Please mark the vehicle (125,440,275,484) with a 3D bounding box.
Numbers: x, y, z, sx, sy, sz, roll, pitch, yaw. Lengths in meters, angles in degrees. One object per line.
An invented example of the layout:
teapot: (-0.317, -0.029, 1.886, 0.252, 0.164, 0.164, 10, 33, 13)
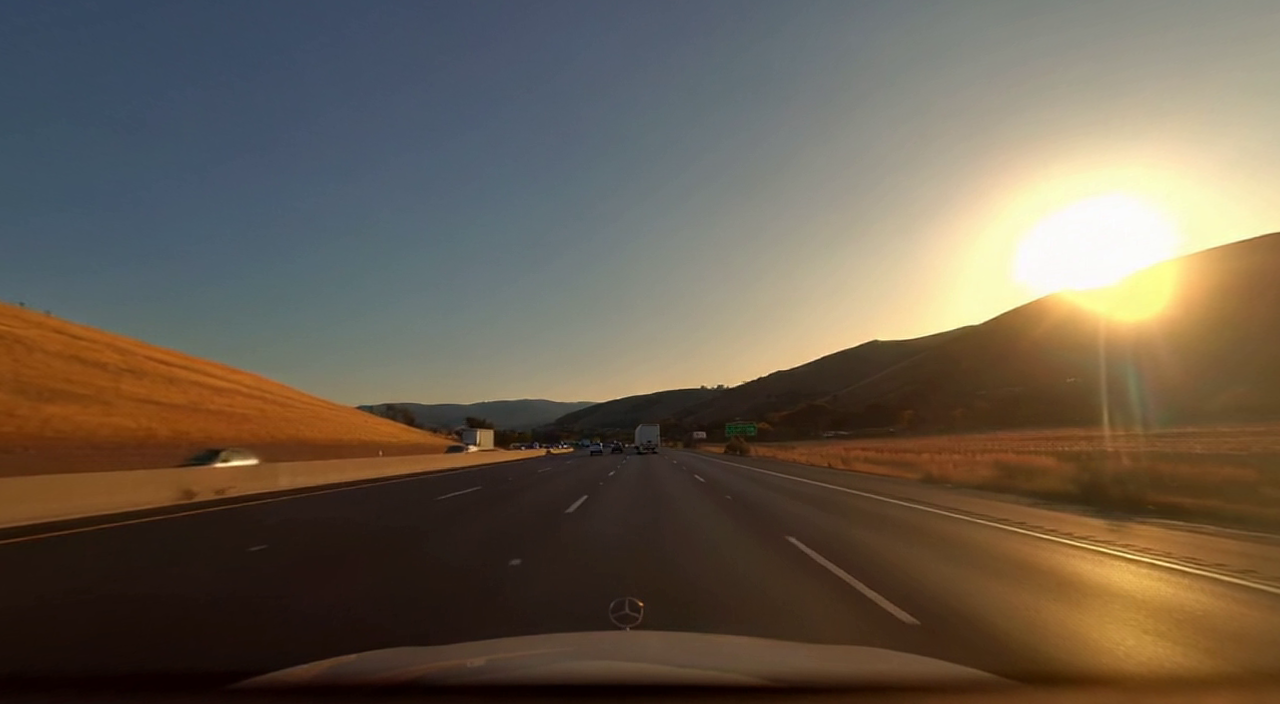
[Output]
vehicle: (-20.471, 5.118, 29.827, 2.797, 1.831, 5.896, 0, -8, 0)
